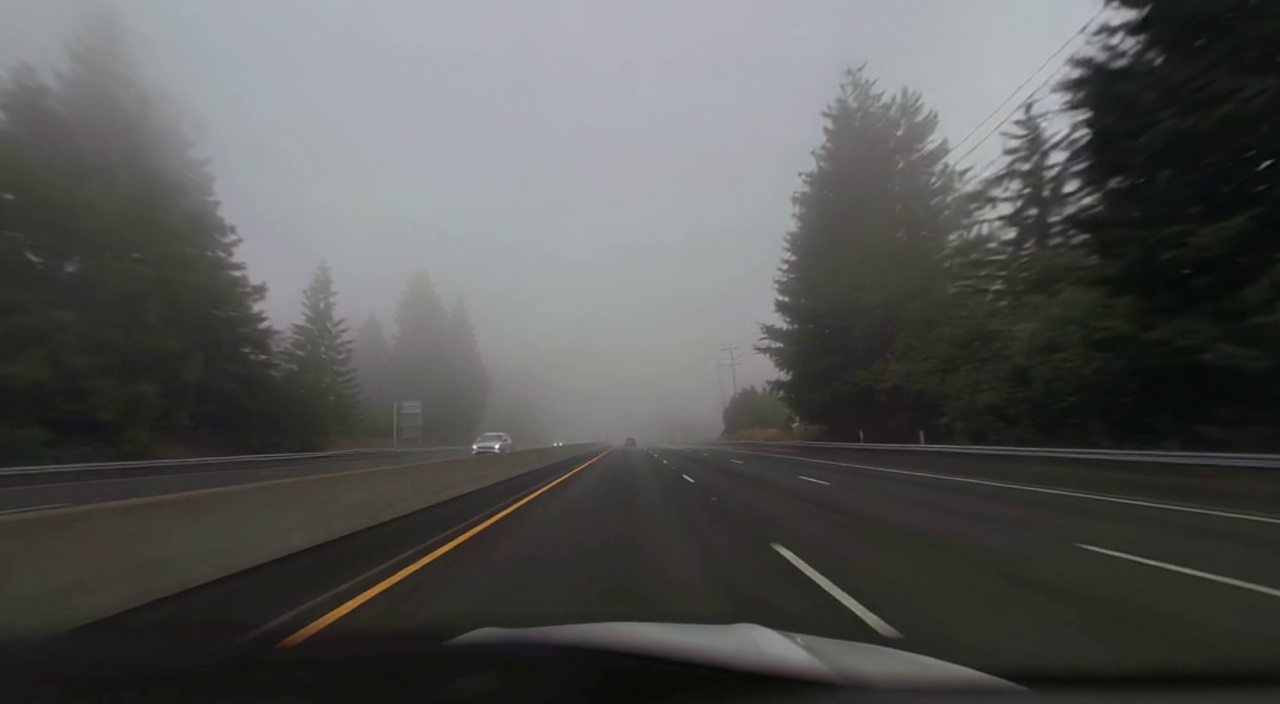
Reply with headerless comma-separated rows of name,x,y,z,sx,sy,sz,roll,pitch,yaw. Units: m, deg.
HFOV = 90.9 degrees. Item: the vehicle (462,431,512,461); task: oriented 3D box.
vehicle,-9.889,6.082,41.042,2.174,1.820,4.527,0,-8,-1
